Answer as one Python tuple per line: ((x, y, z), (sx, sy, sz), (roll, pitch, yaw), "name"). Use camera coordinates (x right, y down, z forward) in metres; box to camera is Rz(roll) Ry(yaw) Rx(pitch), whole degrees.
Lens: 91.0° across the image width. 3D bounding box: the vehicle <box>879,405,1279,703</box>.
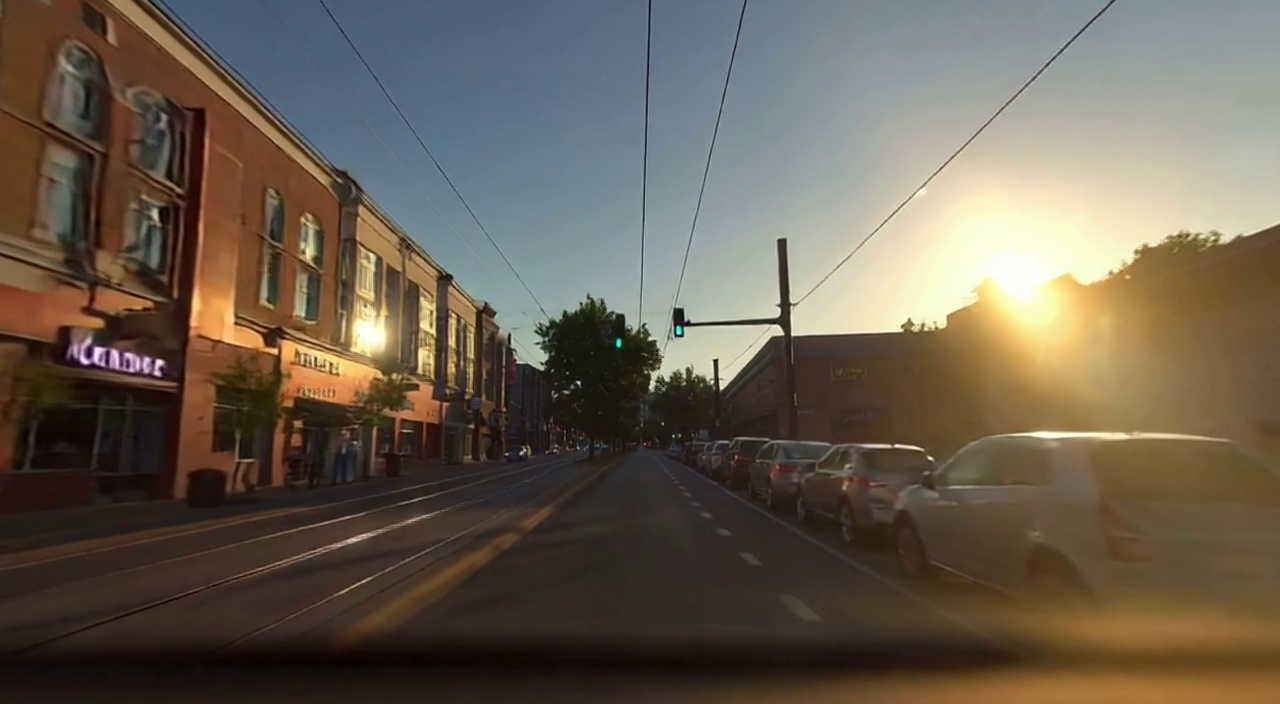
((3.527, 1.310, 5.036), (1.819, 1.546, 3.681), (0, -8, 1), "vehicle")
